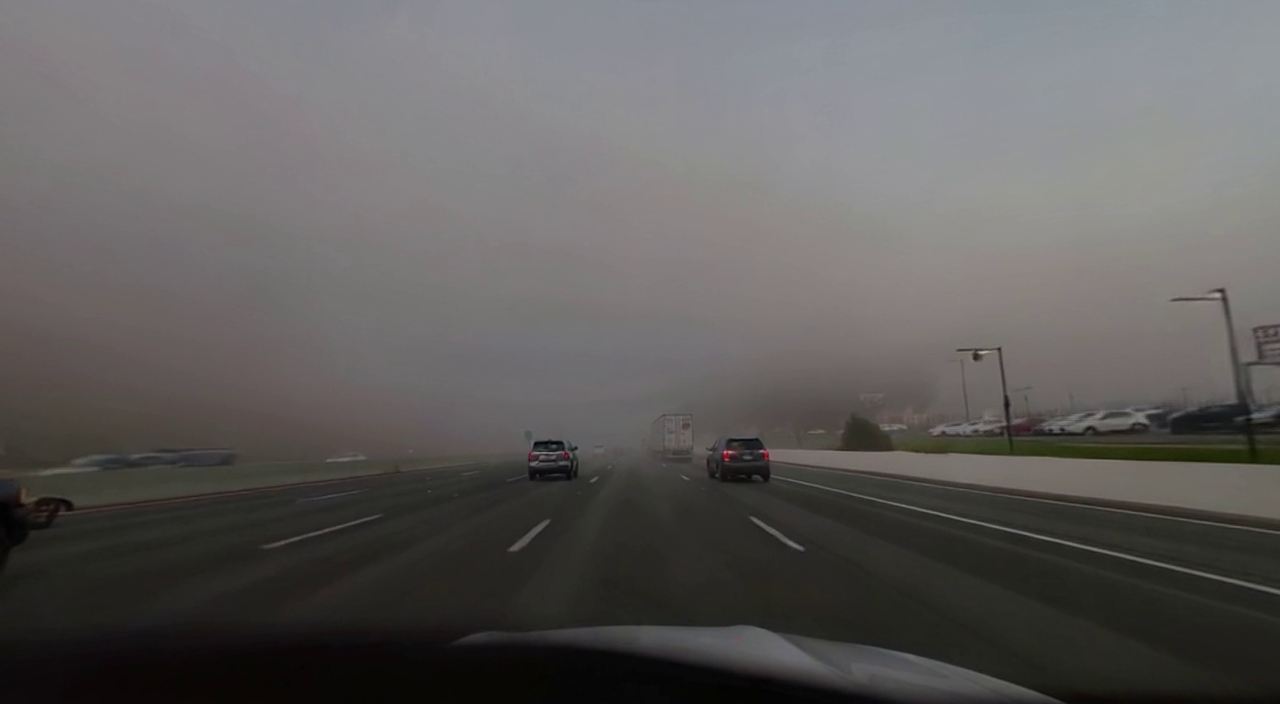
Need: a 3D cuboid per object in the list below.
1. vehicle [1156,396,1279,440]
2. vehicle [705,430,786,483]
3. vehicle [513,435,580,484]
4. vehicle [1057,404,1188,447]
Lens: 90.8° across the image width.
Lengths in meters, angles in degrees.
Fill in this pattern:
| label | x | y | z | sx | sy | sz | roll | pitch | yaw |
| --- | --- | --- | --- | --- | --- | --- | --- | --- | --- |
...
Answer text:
| label | x | y | z | sx | sy | sz | roll | pitch | yaw |
| --- | --- | --- | --- | --- | --- | --- | --- | --- | --- |
| vehicle | 29.504 | 3.286 | 31.107 | 5.860 | 2.005 | 2.510 | 0 | -8 | 1 |
| vehicle | 3.864 | 3.944 | 24.040 | 2.198 | 1.807 | 4.530 | 0 | -8 | -2 |
| vehicle | -3.634 | 4.280 | 25.433 | 1.987 | 1.765 | 4.508 | 0 | -8 | 0 |
| vehicle | 29.610 | 4.554 | 38.907 | 6.114 | 2.103 | 2.336 | -2 | -11 | -5 |
